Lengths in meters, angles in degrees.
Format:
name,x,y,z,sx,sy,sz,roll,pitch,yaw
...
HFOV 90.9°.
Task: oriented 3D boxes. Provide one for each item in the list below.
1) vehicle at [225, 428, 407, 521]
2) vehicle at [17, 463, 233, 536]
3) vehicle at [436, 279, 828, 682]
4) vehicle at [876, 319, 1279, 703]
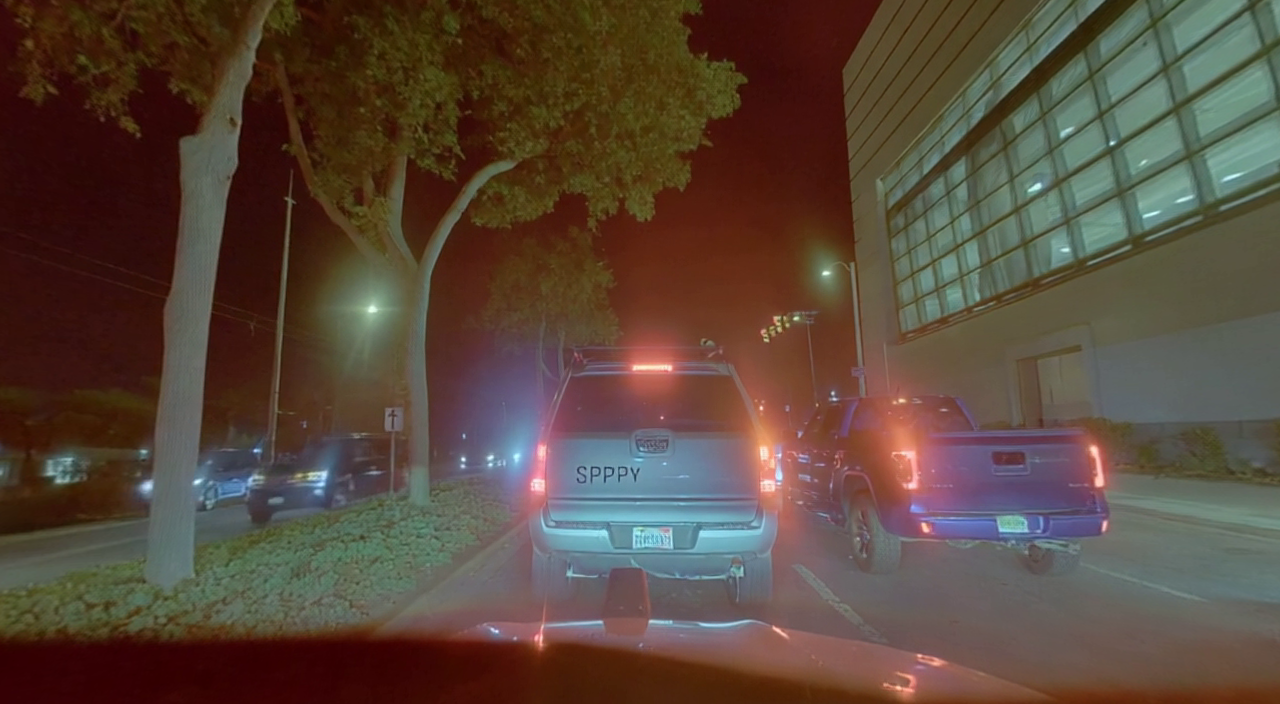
name,x,y,z,sx,sy,sz,roll,pitch,yaw
vehicle,-8.439,3.215,17.217,2.136,2.109,5.377,0,-8,-1
vehicle,-16.006,4.556,20.210,2.214,1.815,5.613,0,-8,-1
vehicle,0.007,1.037,5.971,2.267,2.372,4.366,0,-8,2
vehicle,3.080,0.983,3.461,2.022,1.700,4.410,0,-8,3
